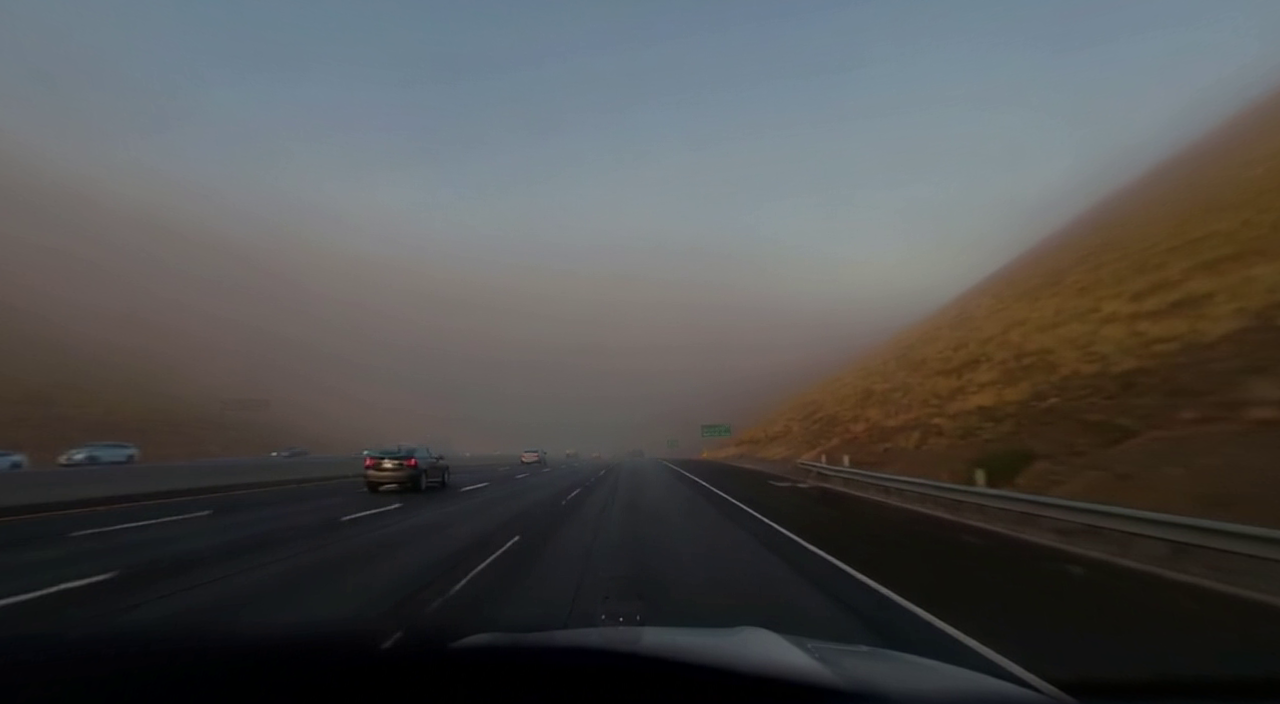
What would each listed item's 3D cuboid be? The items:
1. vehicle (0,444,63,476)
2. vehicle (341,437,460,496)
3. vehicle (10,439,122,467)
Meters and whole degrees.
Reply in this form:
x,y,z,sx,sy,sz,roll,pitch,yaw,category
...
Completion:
x,y,z,sx,sy,sz,roll,pitch,yaw,category
-30.637,5.169,30.194,2.016,1.473,4.121,0,-9,-2,vehicle
-7.304,3.528,19.740,2.045,1.624,4.338,0,-9,0,vehicle
-38.711,6.823,42.720,2.190,1.756,5.847,0,-9,-2,vehicle
